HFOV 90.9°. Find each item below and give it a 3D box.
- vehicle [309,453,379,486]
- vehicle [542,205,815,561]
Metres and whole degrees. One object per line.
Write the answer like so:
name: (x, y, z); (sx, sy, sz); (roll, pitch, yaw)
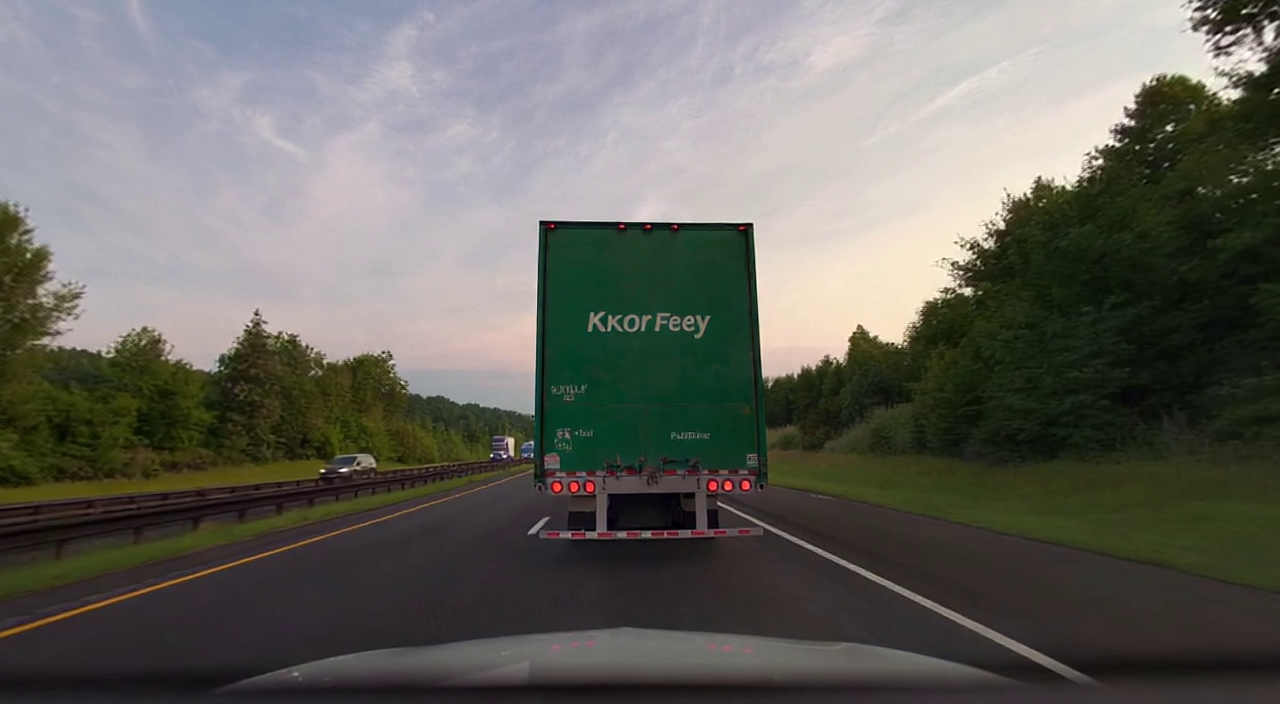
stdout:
vehicle: (-13.449, 5.338, 28.828); (1.676, 1.390, 3.433); (0, -9, -4)
vehicle: (0.229, 1.425, 14.868); (3.230, 4.377, 14.405); (0, -9, -2)
